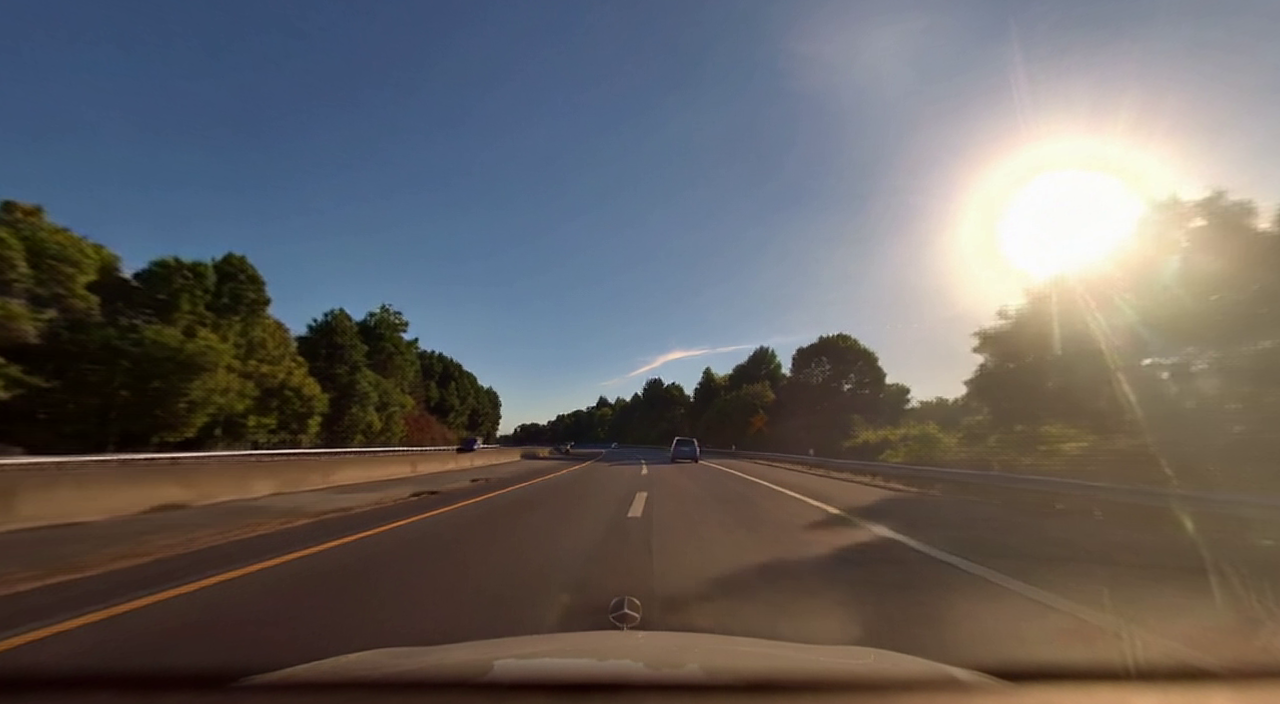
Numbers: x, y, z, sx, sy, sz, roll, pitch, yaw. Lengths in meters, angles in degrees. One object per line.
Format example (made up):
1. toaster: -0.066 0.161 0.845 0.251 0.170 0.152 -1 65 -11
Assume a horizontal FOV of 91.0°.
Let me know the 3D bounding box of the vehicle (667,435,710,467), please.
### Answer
1. vehicle: 2.690 5.599 35.751 2.079 1.729 4.380 0 -8 0
